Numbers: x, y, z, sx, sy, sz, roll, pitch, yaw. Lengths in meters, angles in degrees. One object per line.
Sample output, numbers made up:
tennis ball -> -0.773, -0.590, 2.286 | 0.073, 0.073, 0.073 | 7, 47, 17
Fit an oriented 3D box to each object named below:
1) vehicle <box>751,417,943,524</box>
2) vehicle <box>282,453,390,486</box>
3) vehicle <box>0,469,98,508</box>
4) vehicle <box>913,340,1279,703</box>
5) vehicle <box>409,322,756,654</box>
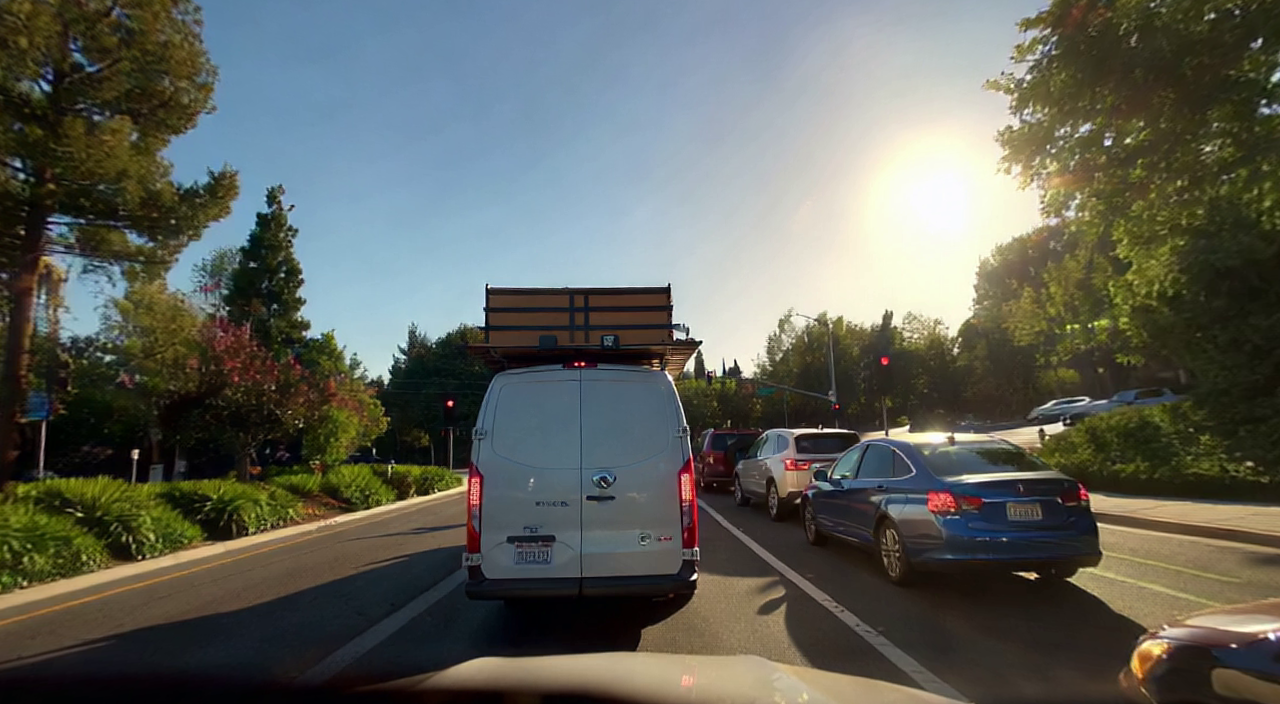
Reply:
vehicle -> 3.701, 2.217, 12.288 | 2.024, 1.692, 4.252 | 1, -9, -4
vehicle -> -15.177, 5.863, 31.798 | 4.708, 1.474, 1.871 | 4, -9, -23
vehicle -> -27.733, 6.140, 28.572 | 4.501, 1.613, 1.852 | 1, -9, -4
vehicle -> 3.467, 0.932, 3.399 | 1.965, 1.671, 4.146 | 0, -9, -3
vehicle -> -0.358, 1.153, 6.184 | 2.145, 2.089, 4.309 | 0, -9, 0
